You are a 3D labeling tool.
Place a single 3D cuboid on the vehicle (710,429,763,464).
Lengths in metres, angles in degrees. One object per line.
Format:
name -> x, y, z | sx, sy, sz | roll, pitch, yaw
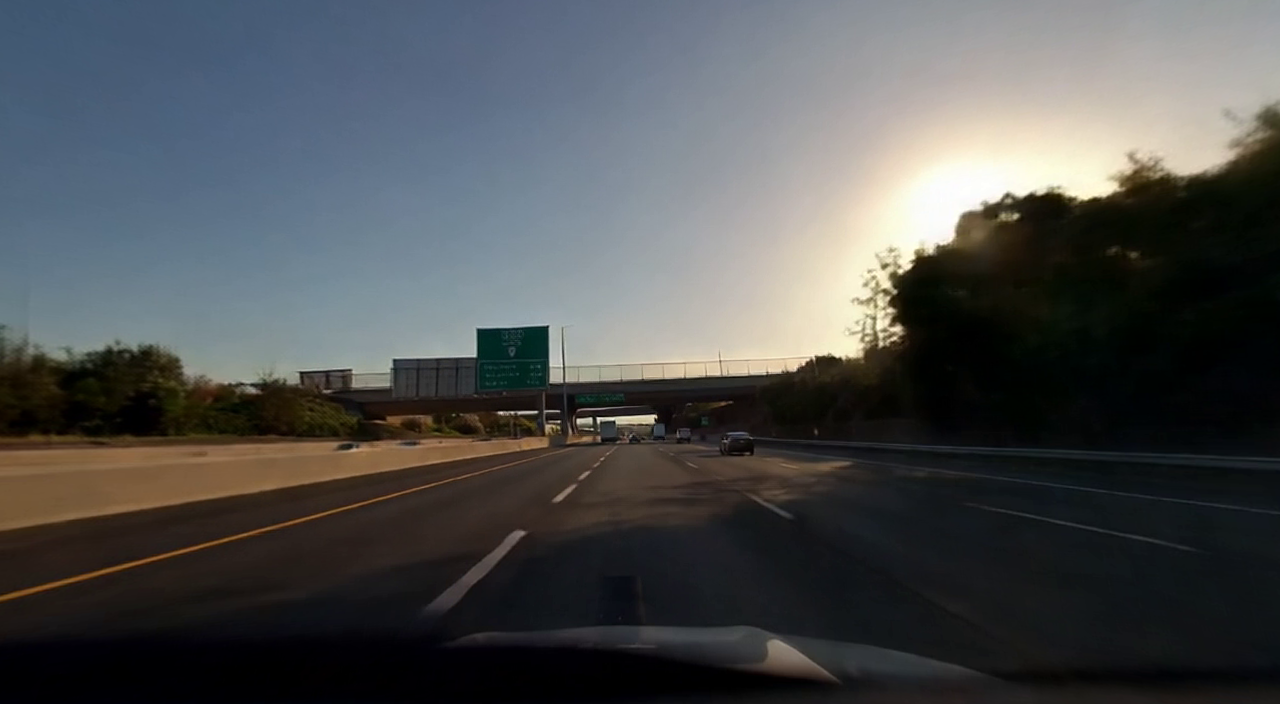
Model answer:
vehicle -> 4.413, 4.360, 29.300 | 1.802, 1.492, 3.804 | 0, -8, -1
